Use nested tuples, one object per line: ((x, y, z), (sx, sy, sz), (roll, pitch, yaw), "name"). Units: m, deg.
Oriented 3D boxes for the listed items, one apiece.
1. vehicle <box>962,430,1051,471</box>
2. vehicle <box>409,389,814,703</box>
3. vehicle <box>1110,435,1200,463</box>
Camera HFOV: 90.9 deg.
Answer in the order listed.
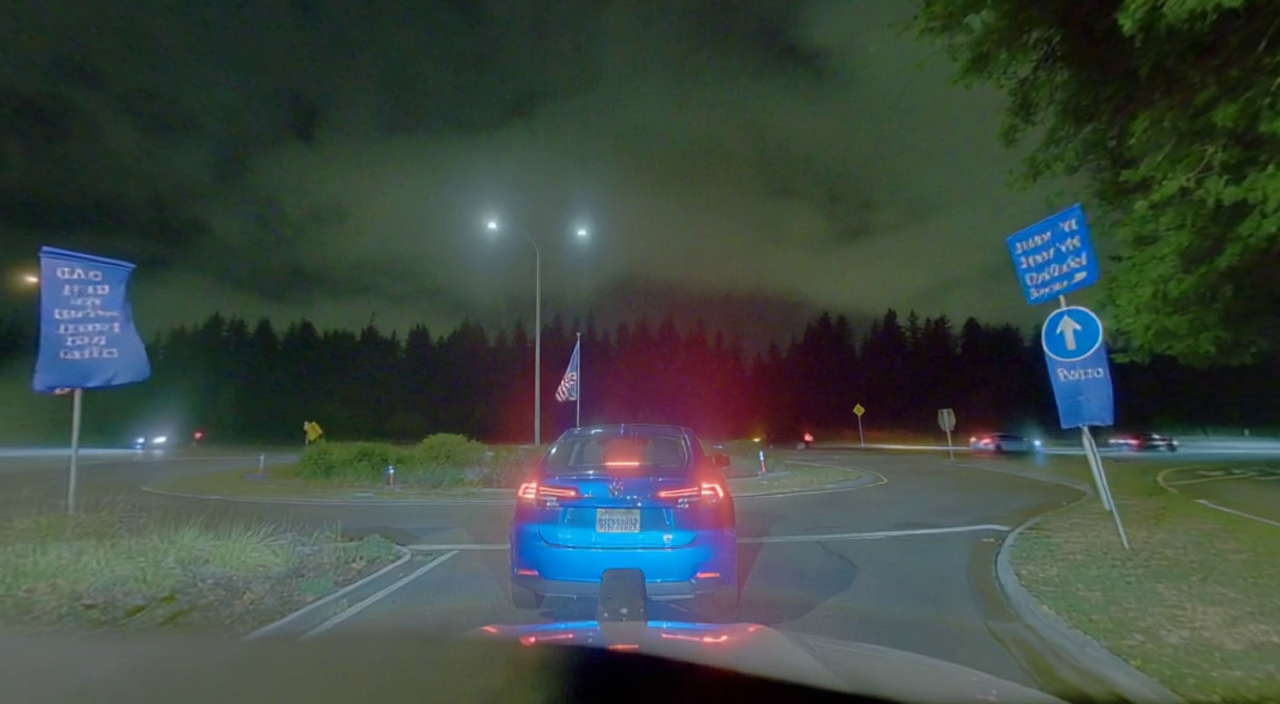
((16.519, 4.439, 28.323), (4.485, 1.691, 2.132), (8, -12, -43), "vehicle")
((-0.063, 1.324, 5.317), (2.078, 1.607, 4.010), (-1, -9, 3), "vehicle")
((29.302, 5.527, 35.876), (4.147, 1.475, 1.850), (2, -9, -17), "vehicle")
